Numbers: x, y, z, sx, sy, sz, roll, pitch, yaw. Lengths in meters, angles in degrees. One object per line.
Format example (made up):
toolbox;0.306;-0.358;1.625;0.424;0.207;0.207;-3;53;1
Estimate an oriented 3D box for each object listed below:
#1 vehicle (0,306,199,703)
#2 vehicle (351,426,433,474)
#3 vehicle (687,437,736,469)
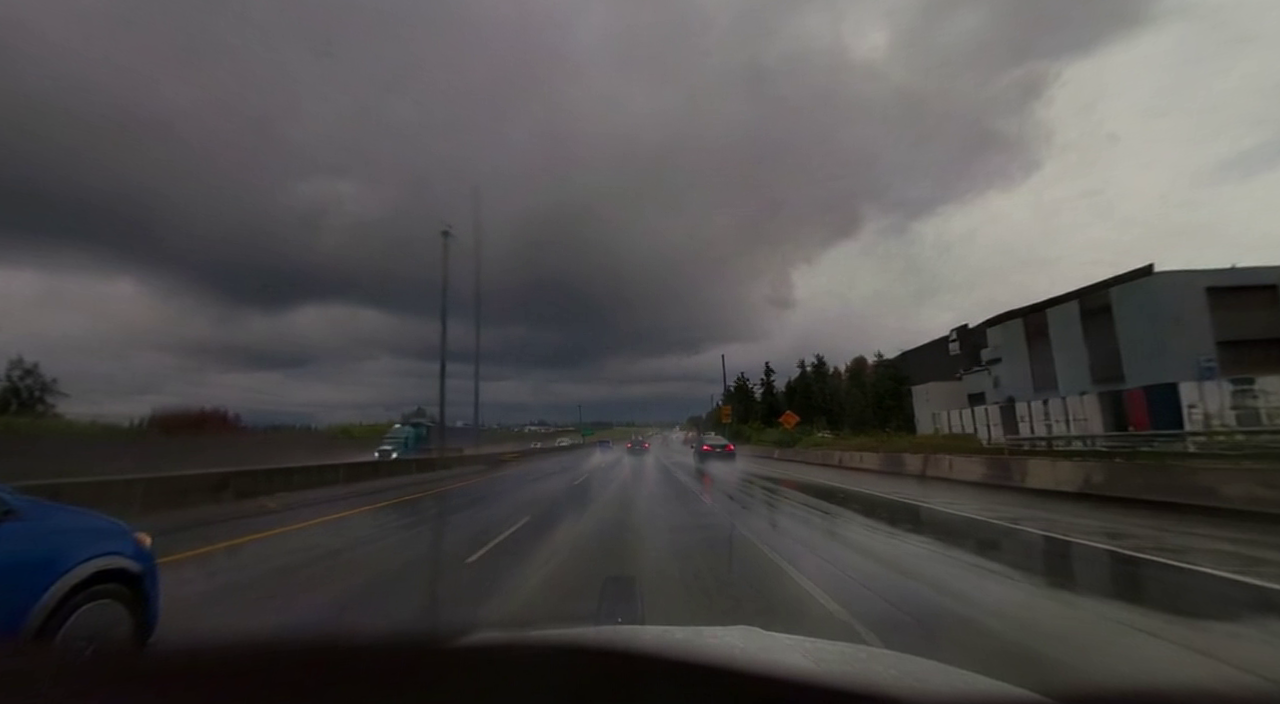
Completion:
vehicle;-3.563;0.533;0.941;2.272;1.795;4.832;0;-8;0
vehicle;-16.566;6.572;42.567;2.757;2.799;6.953;-3;-8;0
vehicle;3.620;5.147;32.332;1.992;1.532;3.996;0;-8;-1
